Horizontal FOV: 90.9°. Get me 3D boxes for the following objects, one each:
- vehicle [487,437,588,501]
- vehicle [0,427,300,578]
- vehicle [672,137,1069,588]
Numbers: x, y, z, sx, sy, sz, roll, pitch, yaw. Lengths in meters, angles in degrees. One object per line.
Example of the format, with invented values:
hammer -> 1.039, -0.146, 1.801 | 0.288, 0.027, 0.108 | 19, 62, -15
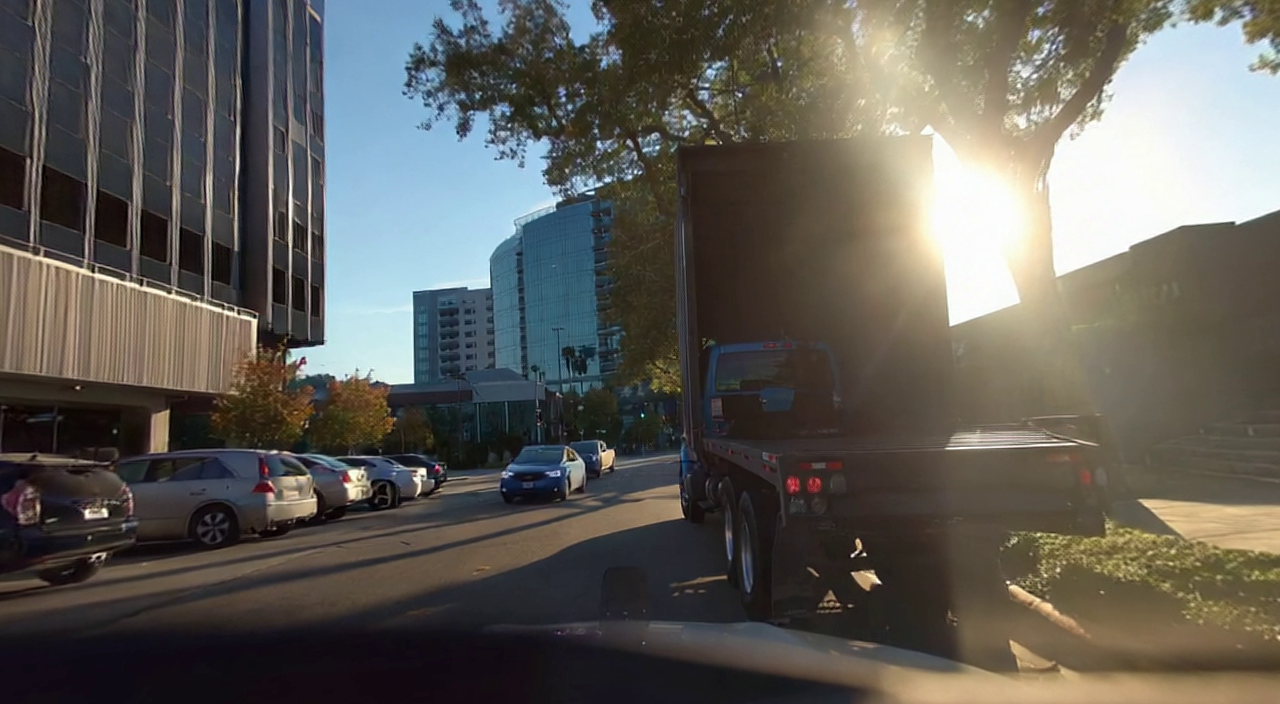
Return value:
vehicle -> -2.700, 3.193, 17.731 | 2.183, 1.563, 4.257 | 0, -8, -1
vehicle -> -8.118, 2.082, 9.272 | 5.022, 1.872, 2.137 | 7, -11, -40
vehicle -> 2.543, 0.841, 11.443 | 3.320, 4.034, 11.553 | -1, -8, 6
